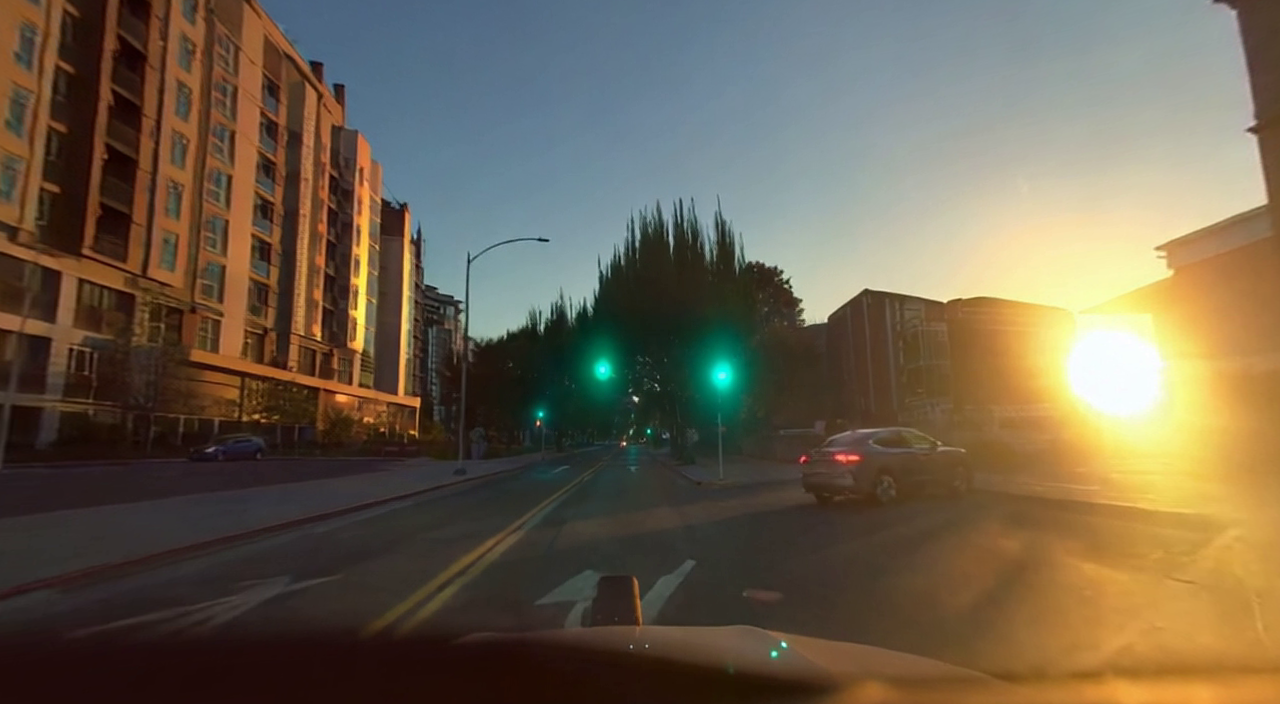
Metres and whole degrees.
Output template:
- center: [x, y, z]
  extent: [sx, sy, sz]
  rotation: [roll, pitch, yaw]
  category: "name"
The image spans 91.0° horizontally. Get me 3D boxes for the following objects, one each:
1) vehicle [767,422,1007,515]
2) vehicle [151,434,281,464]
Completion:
- center: [4.728, 2.160, 12.119]
  extent: [4.033, 1.514, 1.974]
  rotation: [3, -9, -25]
  category: "vehicle"
- center: [-19.448, 4.476, 29.236]
  extent: [2.660, 1.211, 4.739]
  rotation: [-1, -8, 2]
  category: "vehicle"
